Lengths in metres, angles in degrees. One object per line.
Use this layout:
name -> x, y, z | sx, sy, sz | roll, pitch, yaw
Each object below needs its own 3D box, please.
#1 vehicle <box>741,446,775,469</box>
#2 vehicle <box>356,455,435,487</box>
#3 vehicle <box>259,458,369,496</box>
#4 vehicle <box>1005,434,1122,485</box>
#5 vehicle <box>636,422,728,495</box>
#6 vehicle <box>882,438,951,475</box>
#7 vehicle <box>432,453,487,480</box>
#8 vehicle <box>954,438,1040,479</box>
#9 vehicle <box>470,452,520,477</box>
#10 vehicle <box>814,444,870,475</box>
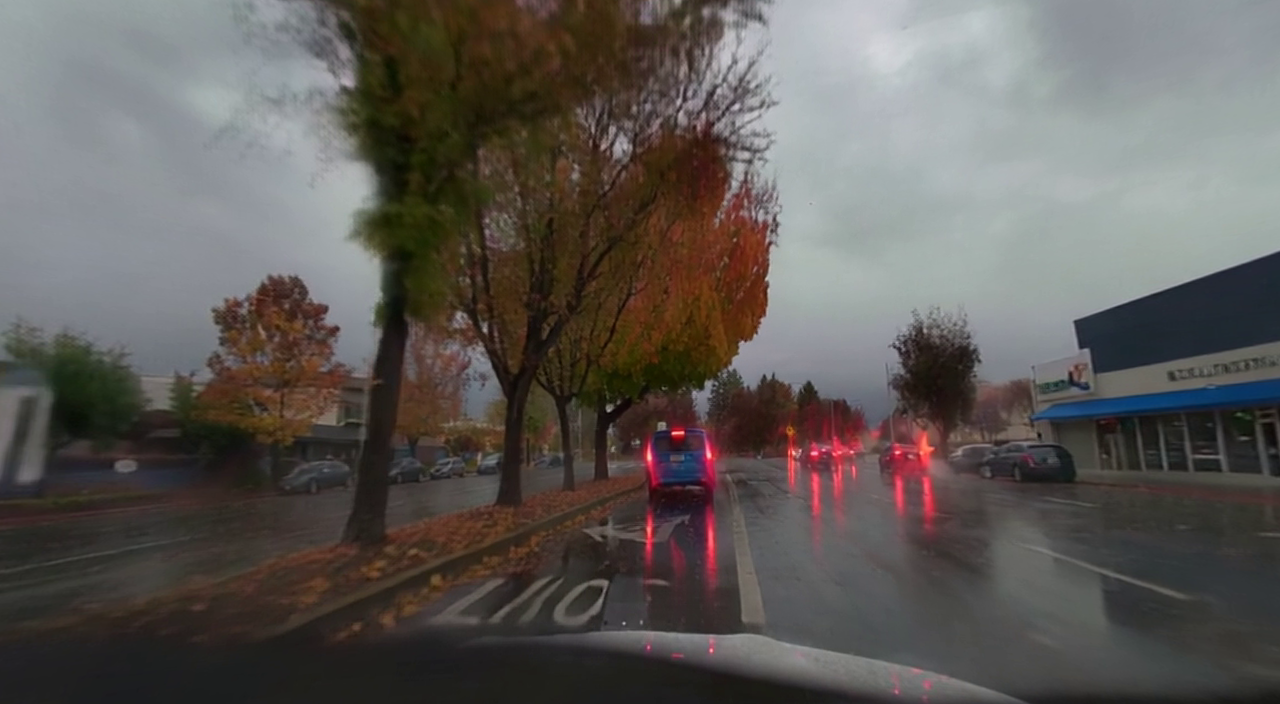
vehicle -> 8.915, 7.961, 47.859 | 2.249, 1.621, 3.978 | -1, -8, 7
vehicle -> -12.521, 6.113, 32.621 | 1.877, 1.445, 4.436 | -1, -8, 7
vehicle -> -13.542, 5.186, 26.513 | 1.797, 1.351, 4.300 | -2, -8, 9
vehicle -> 16.019, 4.078, 24.162 | 2.076, 1.759, 3.970 | -1, -8, 8
vehicle -> 1.404, 3.137, 18.914 | 2.344, 1.863, 4.665 | -1, -8, 8
vehicle -> 14.094, 5.331, 32.416 | 2.040, 1.738, 4.414 | -1, -8, 7
vehicle -> -11.520, 7.336, 40.533 | 1.947, 1.558, 4.065 | -1, -8, 6
vehicle -> 16.651, 4.944, 29.684 | 1.938, 1.755, 4.415 | -1, -8, 8
vehicle -> -10.541, 8.202, 46.172 | 1.921, 1.621, 4.930 | -1, -8, 7
vehicle -> 10.256, 5.442, 32.319 | 1.886, 1.464, 4.290 | -1, -8, 7
